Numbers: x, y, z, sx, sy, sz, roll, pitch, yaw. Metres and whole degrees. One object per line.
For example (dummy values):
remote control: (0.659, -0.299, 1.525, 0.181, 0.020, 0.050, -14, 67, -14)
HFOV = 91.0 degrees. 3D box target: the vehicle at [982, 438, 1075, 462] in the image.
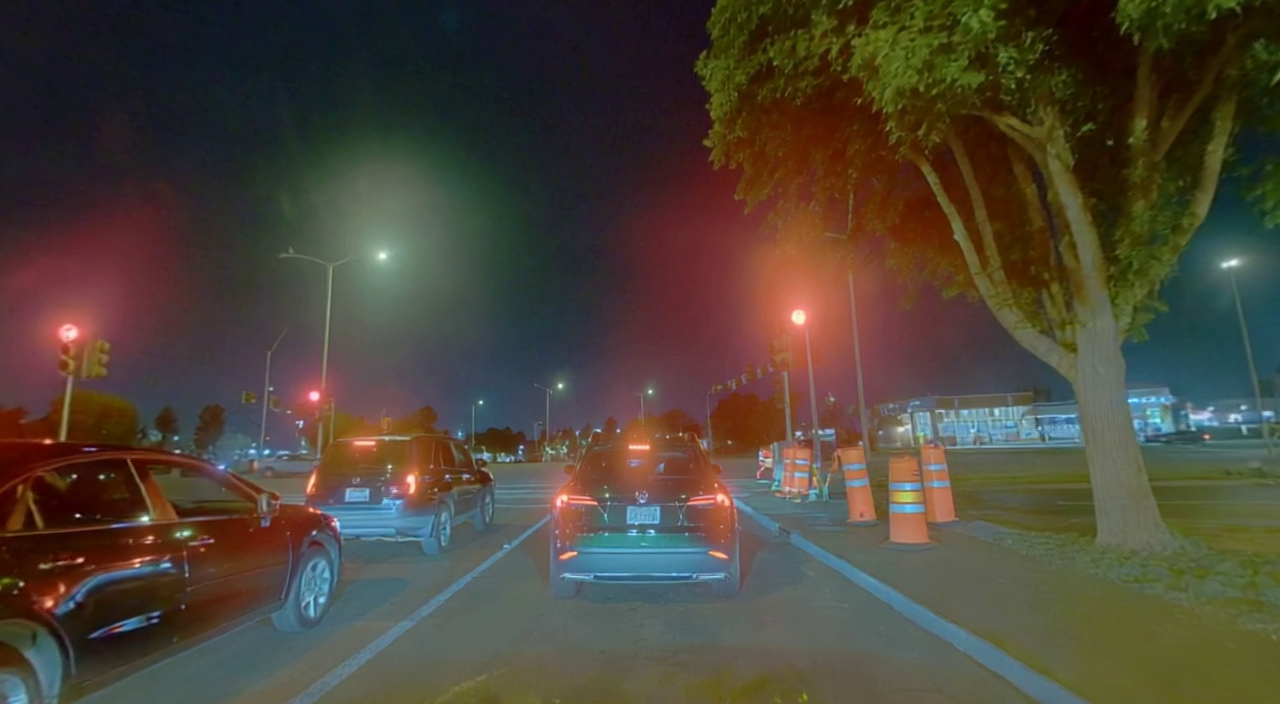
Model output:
vehicle: (25.229, 6.380, 41.004, 4.807, 1.504, 1.837, 0, -9, 2)

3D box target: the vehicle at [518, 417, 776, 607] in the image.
vehicle: (0.102, 1.625, 7.213, 2.167, 1.560, 3.676, 0, -9, 1)

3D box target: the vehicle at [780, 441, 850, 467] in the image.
vehicle: (11.289, 6.609, 40.811, 4.051, 1.583, 1.794, 0, -9, 1)

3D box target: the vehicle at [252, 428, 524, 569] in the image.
vehicle: (-3.275, 2.001, 9.446, 1.989, 1.541, 4.626, 0, -9, 2)

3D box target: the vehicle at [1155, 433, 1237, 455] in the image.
vehicle: (44.087, 7.288, 49.947, 4.672, 1.676, 1.867, 0, -9, 0)

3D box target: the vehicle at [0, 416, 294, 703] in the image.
vehicle: (-3.599, 0.948, 2.164, 2.064, 1.497, 4.722, 0, -9, 1)
